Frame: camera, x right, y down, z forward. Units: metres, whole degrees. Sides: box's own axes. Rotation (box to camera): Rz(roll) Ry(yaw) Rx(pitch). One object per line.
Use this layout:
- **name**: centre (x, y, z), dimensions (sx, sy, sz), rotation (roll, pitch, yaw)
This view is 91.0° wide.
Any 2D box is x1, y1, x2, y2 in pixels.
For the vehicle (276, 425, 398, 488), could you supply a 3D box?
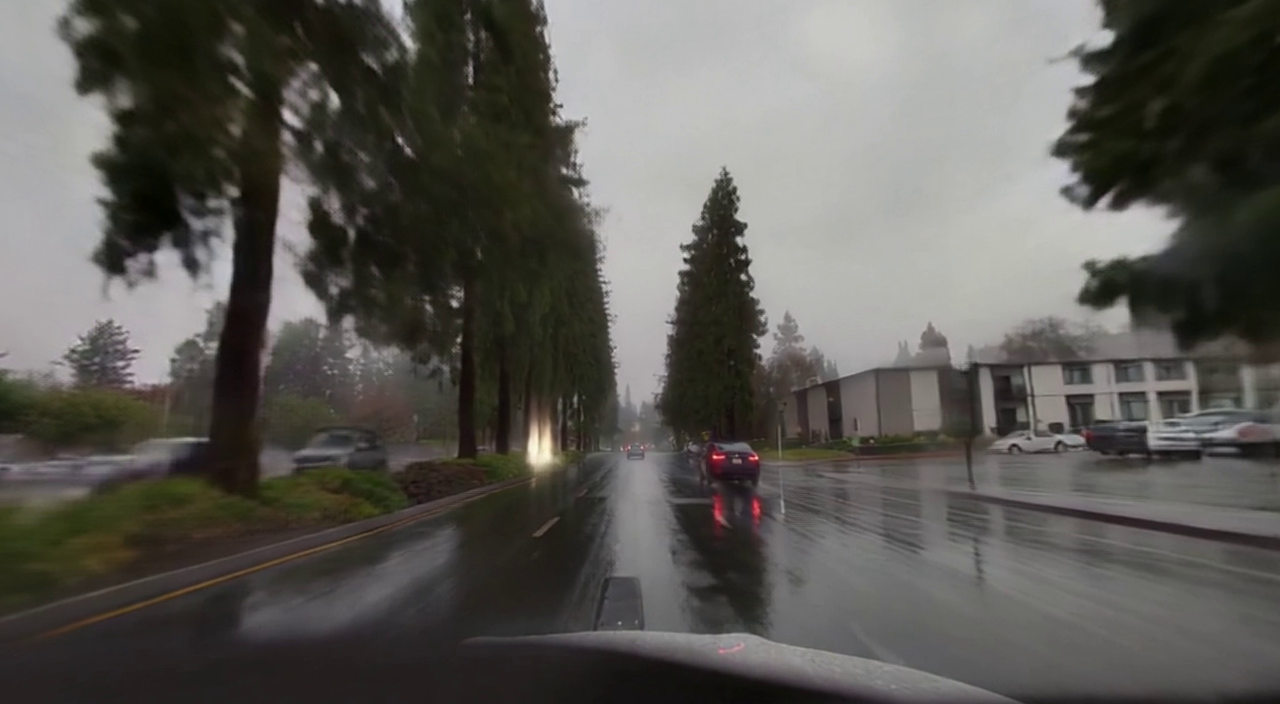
- **vehicle**: centre (-11.044, 3.865, 23.466), dimensions (2.074, 2.065, 4.946), rotation (0, -9, -1)

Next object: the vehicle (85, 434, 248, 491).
- **vehicle**: centre (-17.645, 4.151, 23.927), dimensions (2.094, 1.894, 5.364), rotation (0, -9, -1)

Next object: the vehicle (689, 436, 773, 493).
- **vehicle**: centre (2.854, 3.650, 20.747), dimensions (2.022, 1.656, 4.025), rotation (0, -9, -2)
